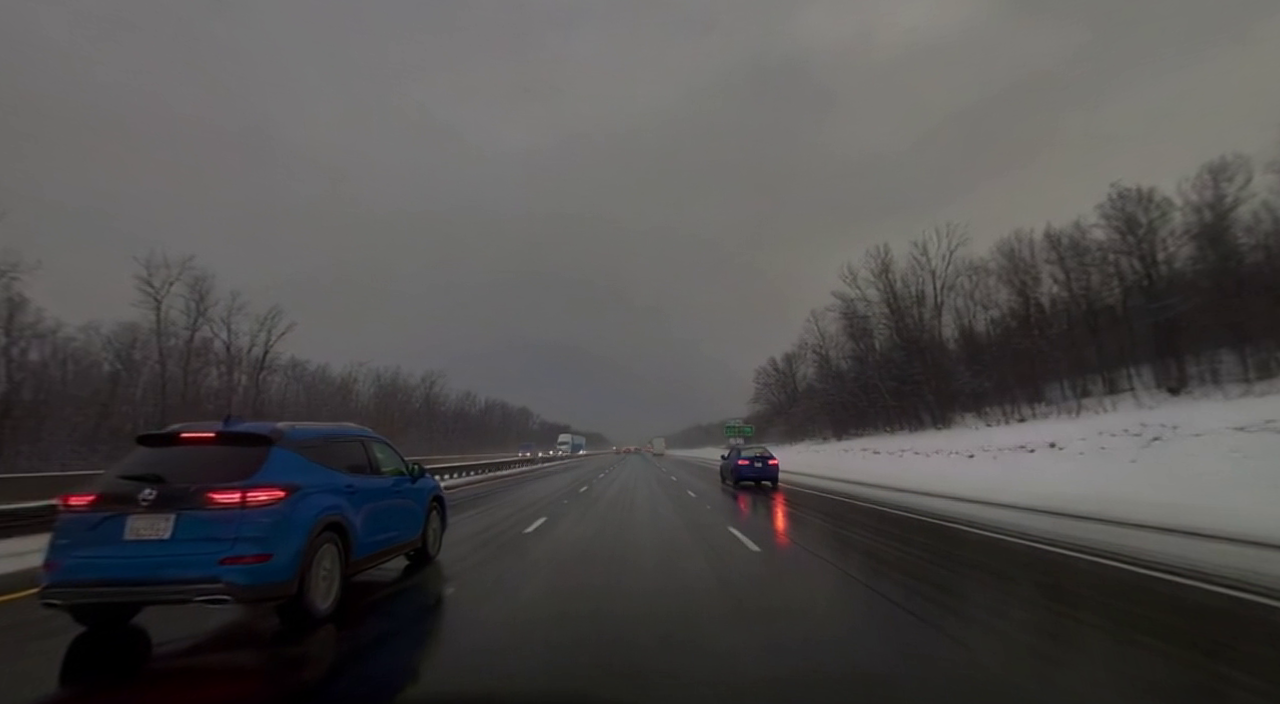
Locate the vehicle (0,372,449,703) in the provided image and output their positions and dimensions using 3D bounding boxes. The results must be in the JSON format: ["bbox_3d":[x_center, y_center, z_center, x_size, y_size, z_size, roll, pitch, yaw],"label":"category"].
[{"bbox_3d":[-3.335,1.278,4.956,2.277,1.695,4.475,0,-9,0],"label":"vehicle"}]

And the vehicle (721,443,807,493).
[{"bbox_3d":[3.951,3.752,20.757,1.967,1.472,3.751,0,-9,-1],"label":"vehicle"}]
